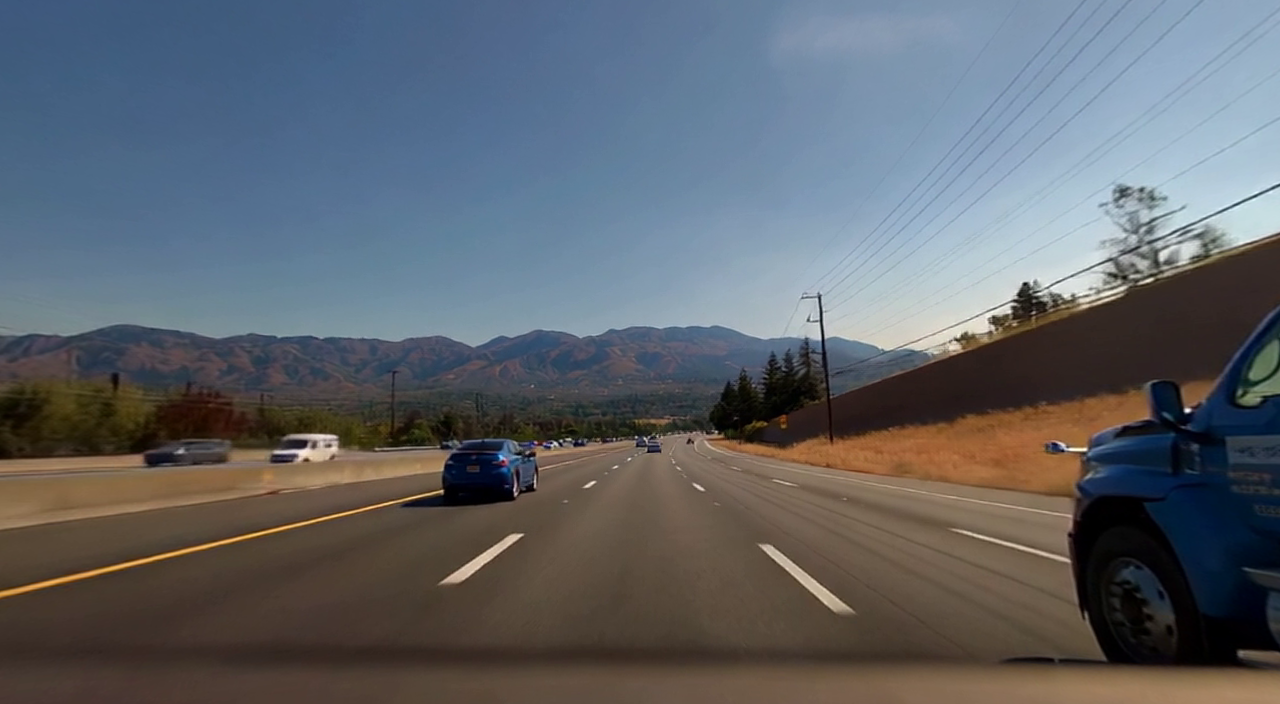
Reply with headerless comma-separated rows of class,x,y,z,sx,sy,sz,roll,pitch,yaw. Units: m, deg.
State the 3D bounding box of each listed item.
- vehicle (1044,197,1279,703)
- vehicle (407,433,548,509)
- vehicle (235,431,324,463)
vehicle,3.654,0.252,0.345,2.538,2.228,6.370,0,-9,-1
vehicle,-3.583,2.719,14.814,1.974,1.493,4.563,0,-9,2
vehicle,-25.467,6.759,44.660,2.494,2.042,6.228,0,-9,1
